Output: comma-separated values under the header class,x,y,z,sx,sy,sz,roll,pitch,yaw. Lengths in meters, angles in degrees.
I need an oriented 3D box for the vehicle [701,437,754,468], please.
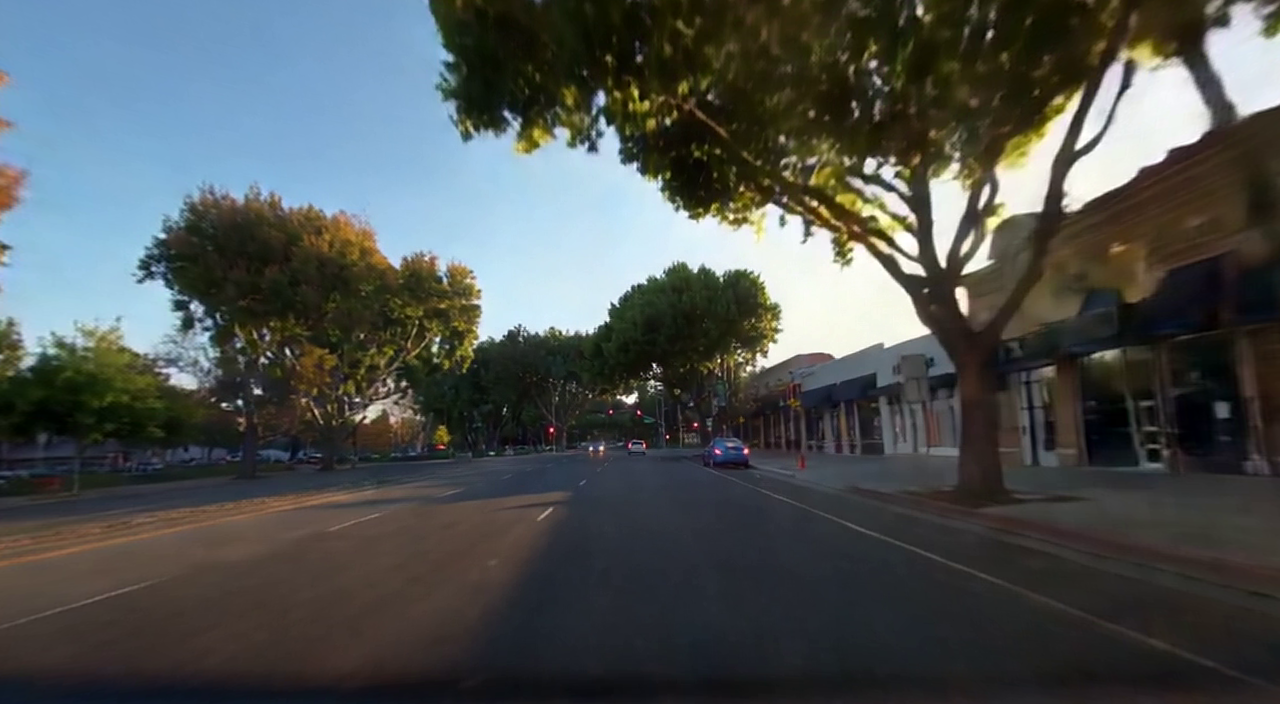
class,x,y,z,sx,sy,sz,roll,pitch,yaw
vehicle,4.479,5.213,32.857,1.942,1.469,4.049,0,-8,-3
